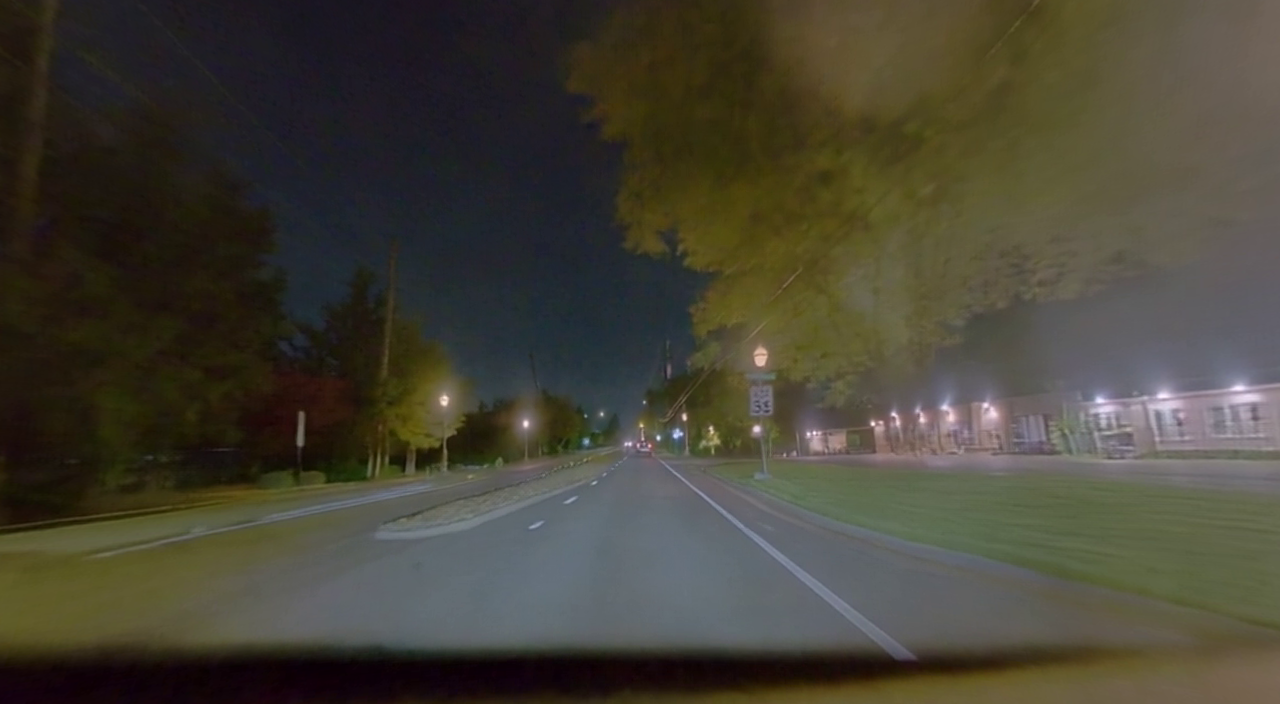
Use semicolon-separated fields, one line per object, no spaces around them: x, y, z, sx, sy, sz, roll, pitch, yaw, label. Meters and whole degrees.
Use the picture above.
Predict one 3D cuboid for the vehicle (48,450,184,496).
-19.253;4.410;23.528;2.061;1.475;4.357;1;-9;-13;vehicle
